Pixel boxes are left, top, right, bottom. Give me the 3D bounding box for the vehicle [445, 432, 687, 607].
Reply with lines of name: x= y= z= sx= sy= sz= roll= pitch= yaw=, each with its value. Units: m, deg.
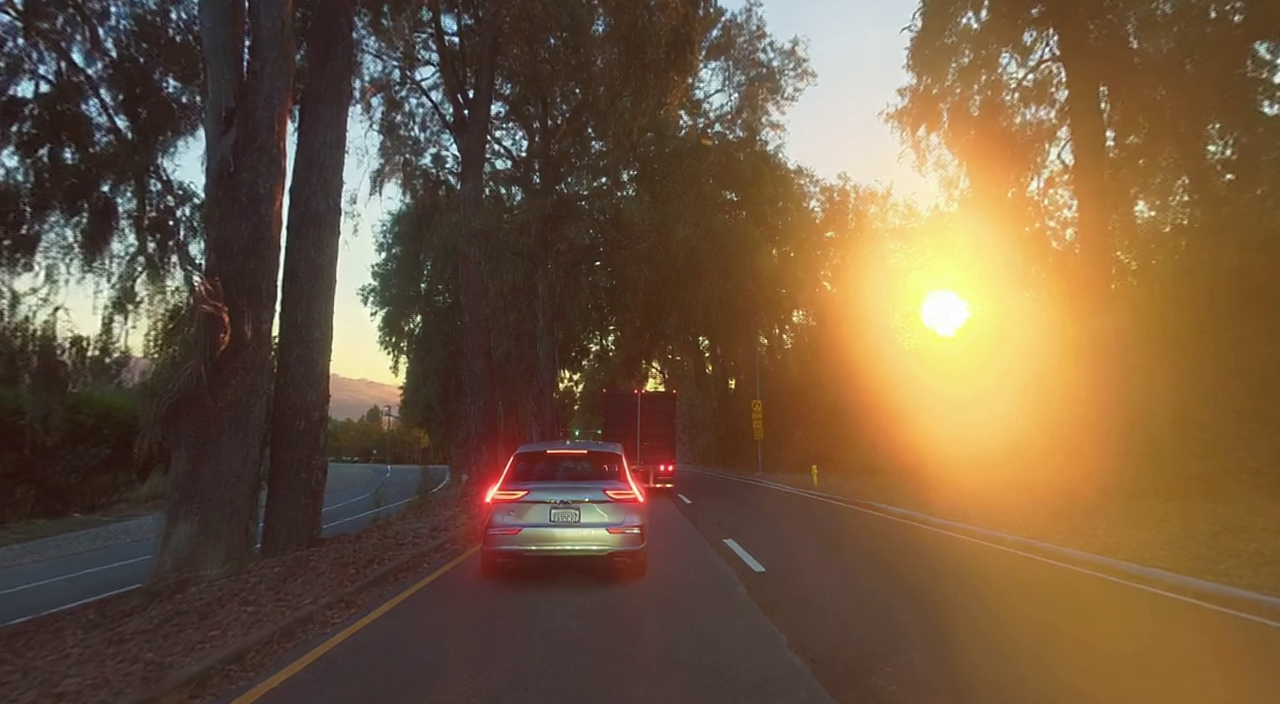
vehicle: x=-0.629 y=1.752 z=7.523 sx=2.076 sy=1.490 sz=4.078 roll=0 pitch=-9 yaw=0
